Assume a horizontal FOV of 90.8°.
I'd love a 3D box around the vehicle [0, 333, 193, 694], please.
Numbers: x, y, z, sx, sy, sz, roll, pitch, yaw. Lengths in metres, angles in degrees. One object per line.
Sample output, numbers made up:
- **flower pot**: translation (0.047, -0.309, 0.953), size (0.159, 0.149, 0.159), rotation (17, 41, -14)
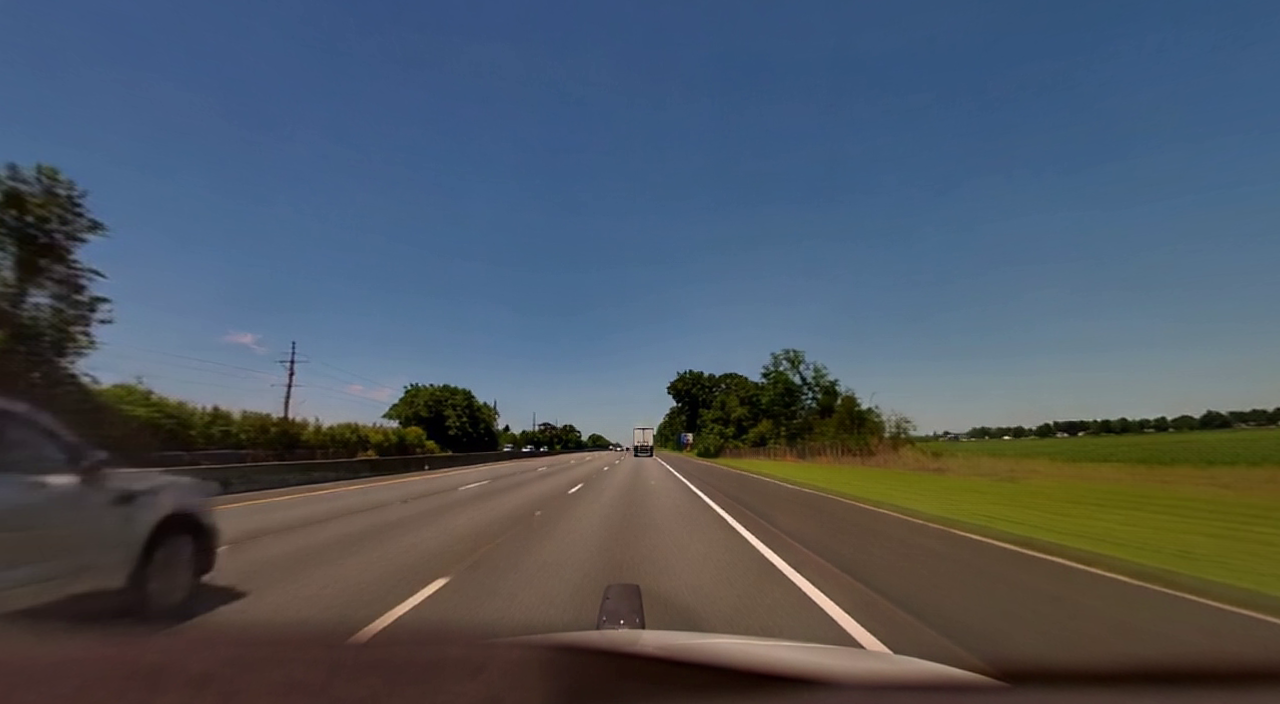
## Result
- **vehicle**: translation (-4.116, 0.625, 2.040), size (2.216, 1.678, 4.204), rotation (0, -9, 0)
